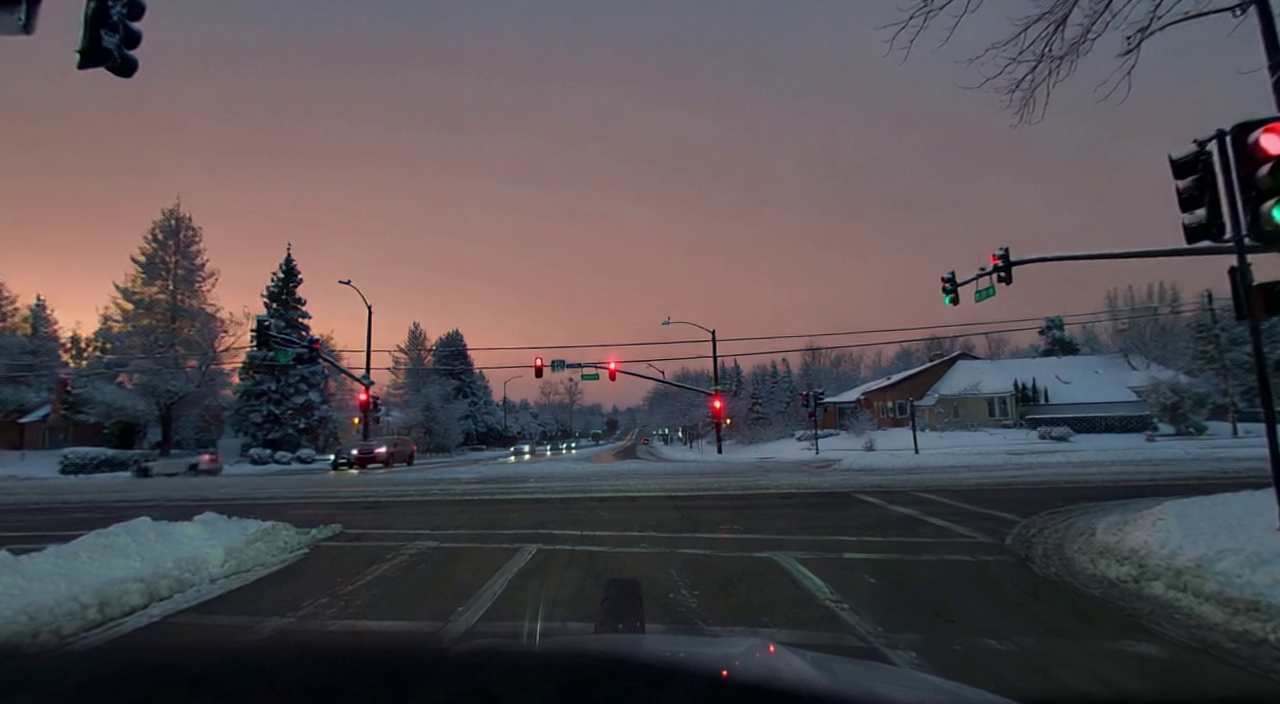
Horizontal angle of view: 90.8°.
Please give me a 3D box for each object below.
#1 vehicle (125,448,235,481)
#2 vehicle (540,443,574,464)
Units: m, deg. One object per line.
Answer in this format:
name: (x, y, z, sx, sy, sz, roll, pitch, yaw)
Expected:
vehicle: (-25.716, 6.275, 35.399, 4.706, 1.710, 1.932, -1, -8, 4)
vehicle: (-6.129, 7.527, 47.042, 1.936, 1.444, 4.168, 0, -8, 0)
